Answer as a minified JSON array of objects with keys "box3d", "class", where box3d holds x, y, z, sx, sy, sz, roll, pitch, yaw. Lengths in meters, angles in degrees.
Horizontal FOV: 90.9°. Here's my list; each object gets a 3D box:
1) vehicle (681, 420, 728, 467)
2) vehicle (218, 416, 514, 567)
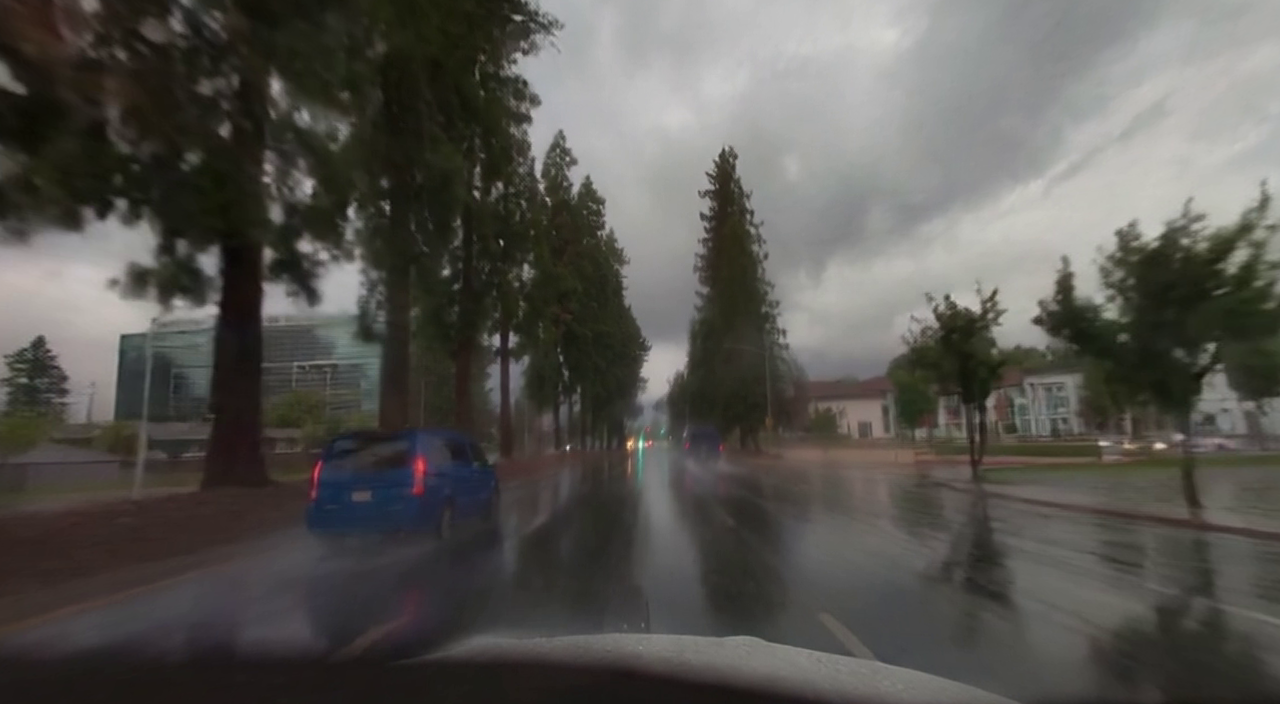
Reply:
[{"box3d":[3.896,5.723,39.364,2.349,2.671,5.744,0,-9,0],"class":"vehicle"},{"box3d":[-3.411,1.842,9.103,2.129,1.602,4.532,0,-9,1],"class":"vehicle"}]
